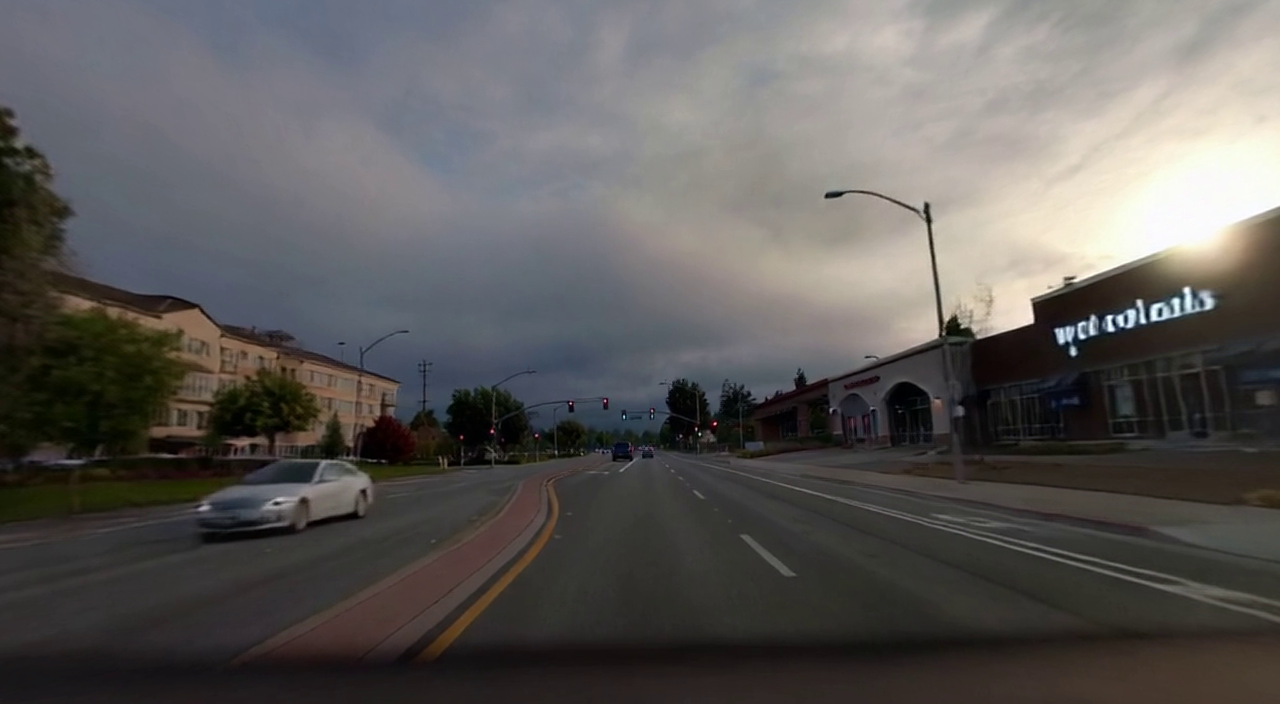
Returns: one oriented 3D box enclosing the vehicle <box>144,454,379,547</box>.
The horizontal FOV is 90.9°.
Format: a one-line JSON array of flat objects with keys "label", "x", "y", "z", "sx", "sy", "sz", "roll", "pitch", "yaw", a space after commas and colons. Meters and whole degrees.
[{"label": "vehicle", "x": -7.286, "y": 2.861, "z": 12.843, "sx": 1.954, "sy": 1.451, "sz": 4.536, "roll": -1, "pitch": -8, "yaw": 0}]
